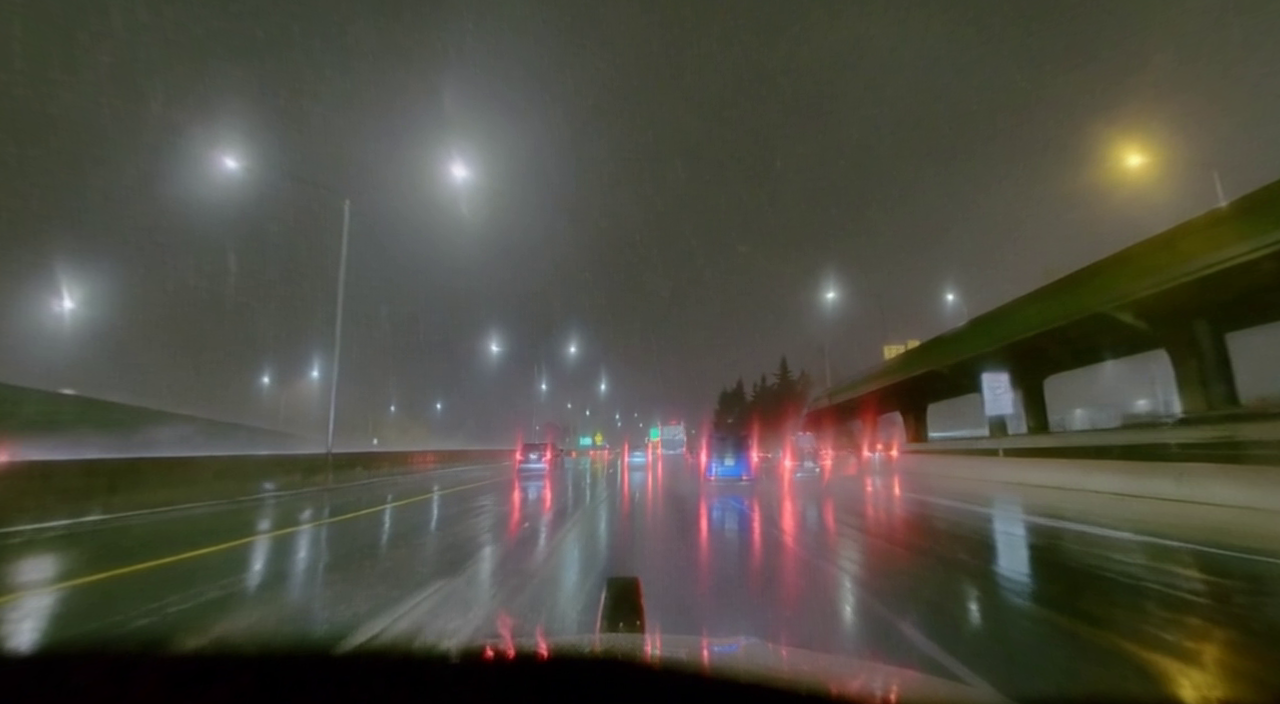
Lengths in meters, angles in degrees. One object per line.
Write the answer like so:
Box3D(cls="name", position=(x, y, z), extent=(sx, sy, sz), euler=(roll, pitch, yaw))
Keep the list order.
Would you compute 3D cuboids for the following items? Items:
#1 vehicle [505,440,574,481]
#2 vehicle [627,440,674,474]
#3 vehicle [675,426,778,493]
Box3D(cls="vehicle", position=(-3.959, 4.337, 25.531), extent=(2.031, 1.491, 4.145), euler=(0, -8, 1))
Box3D(cls="vehicle", position=(0.490, 4.978, 30.105), extent=(2.089, 1.493, 3.964), euler=(0, -8, 0))
Box3D(cls="vehicle", position=(2.398, 3.144, 18.690), extent=(2.202, 1.748, 4.158), euler=(1, -8, -4))
